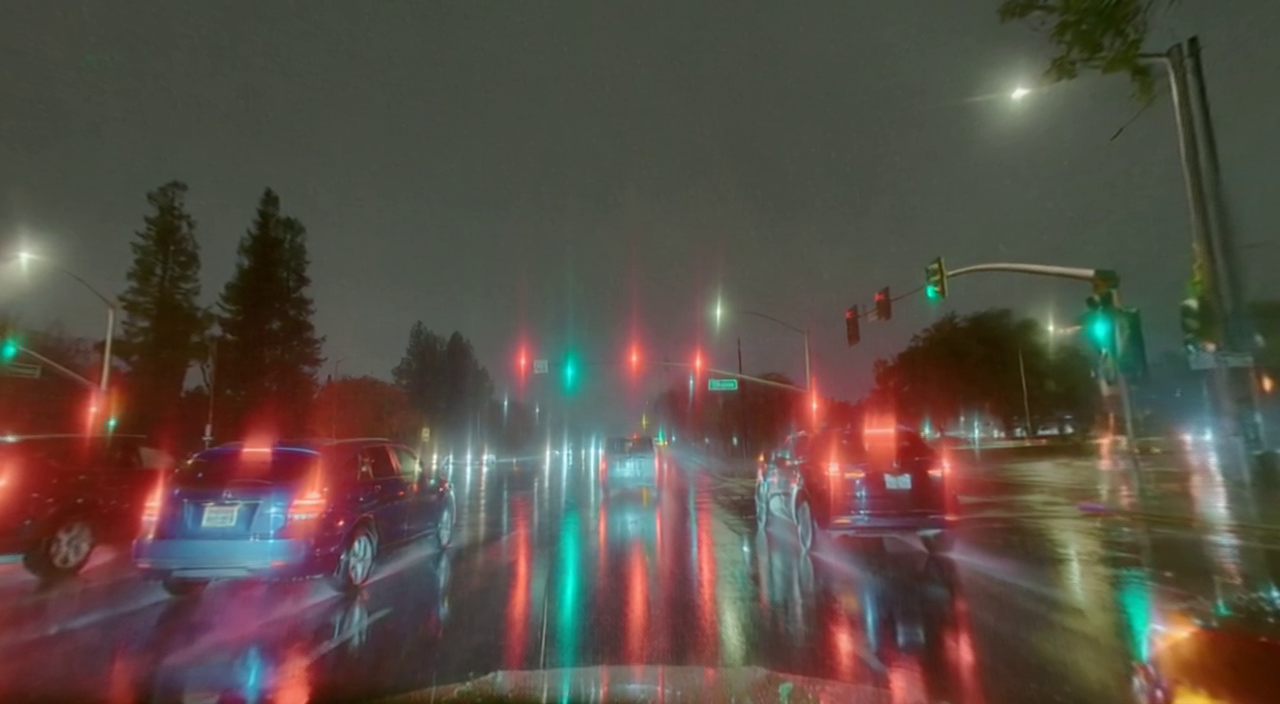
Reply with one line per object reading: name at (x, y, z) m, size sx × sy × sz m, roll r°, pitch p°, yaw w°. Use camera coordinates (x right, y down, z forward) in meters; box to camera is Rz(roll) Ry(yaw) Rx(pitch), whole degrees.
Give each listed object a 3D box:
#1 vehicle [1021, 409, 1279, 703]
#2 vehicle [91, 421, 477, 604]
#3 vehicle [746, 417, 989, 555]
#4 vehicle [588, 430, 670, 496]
vehicle at (3.204, 0.818, 1.421) m, size 1.960 × 1.460 × 4.233 m, roll 0°, pitch -8°, yaw -1°
vehicle at (-3.519, 1.650, 7.449) m, size 1.941 × 1.492 × 4.399 m, roll 0°, pitch -8°, yaw 1°
vehicle at (3.240, 2.007, 10.192) m, size 2.097 × 1.707 × 4.461 m, roll 0°, pitch -8°, yaw -2°
vehicle at (-0.274, 3.288, 19.048) m, size 2.215 × 1.749 × 3.976 m, roll 0°, pitch -8°, yaw 1°
